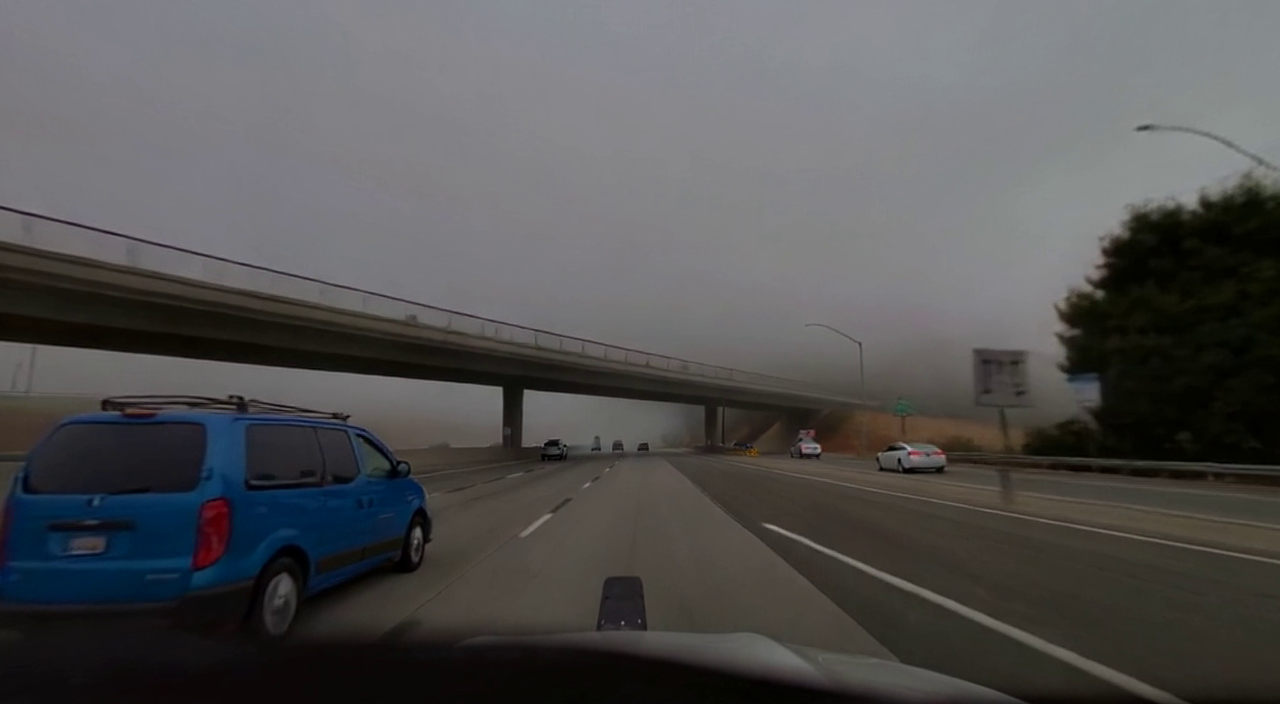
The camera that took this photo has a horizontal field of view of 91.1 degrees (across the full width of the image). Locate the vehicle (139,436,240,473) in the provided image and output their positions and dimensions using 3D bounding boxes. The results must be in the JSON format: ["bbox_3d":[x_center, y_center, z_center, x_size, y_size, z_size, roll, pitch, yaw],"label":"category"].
[{"bbox_3d":[-23.618,5.384,33.180,2.049,1.786,4.884,1,-8,-6],"label":"vehicle"}]

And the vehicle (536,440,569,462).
[{"bbox_3d":[-6.878,7.833,49.782,1.935,1.633,3.955,0,-8,1],"label":"vehicle"}]
